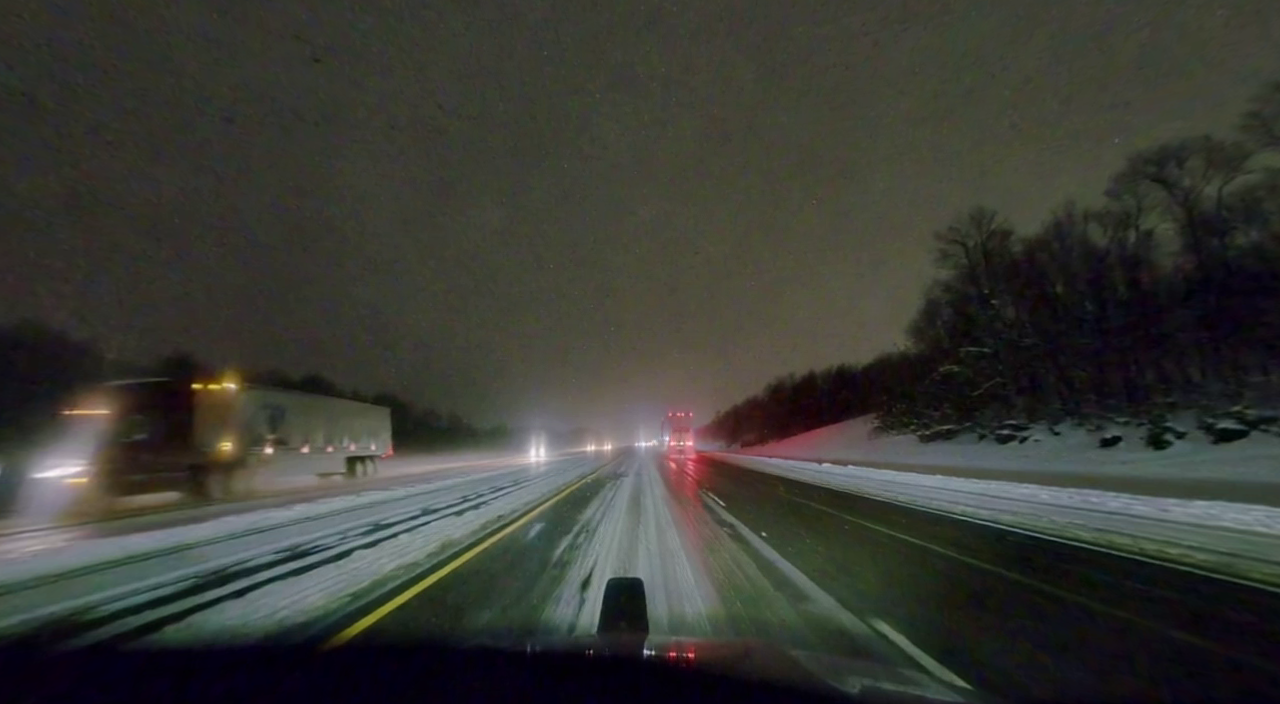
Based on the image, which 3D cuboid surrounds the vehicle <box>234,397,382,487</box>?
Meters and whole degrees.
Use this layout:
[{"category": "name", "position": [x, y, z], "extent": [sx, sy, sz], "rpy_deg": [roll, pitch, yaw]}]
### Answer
[{"category": "vehicle", "position": [-16.776, 4.715, 32.732], "extent": [2.876, 4.046, 8.509], "rpy_deg": [0, -9, 1]}]

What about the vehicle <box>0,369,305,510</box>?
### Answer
[{"category": "vehicle", "position": [-16.805, 3.271, 23.281], "extent": [3.059, 4.067, 10.156], "rpy_deg": [0, -9, 0]}]
